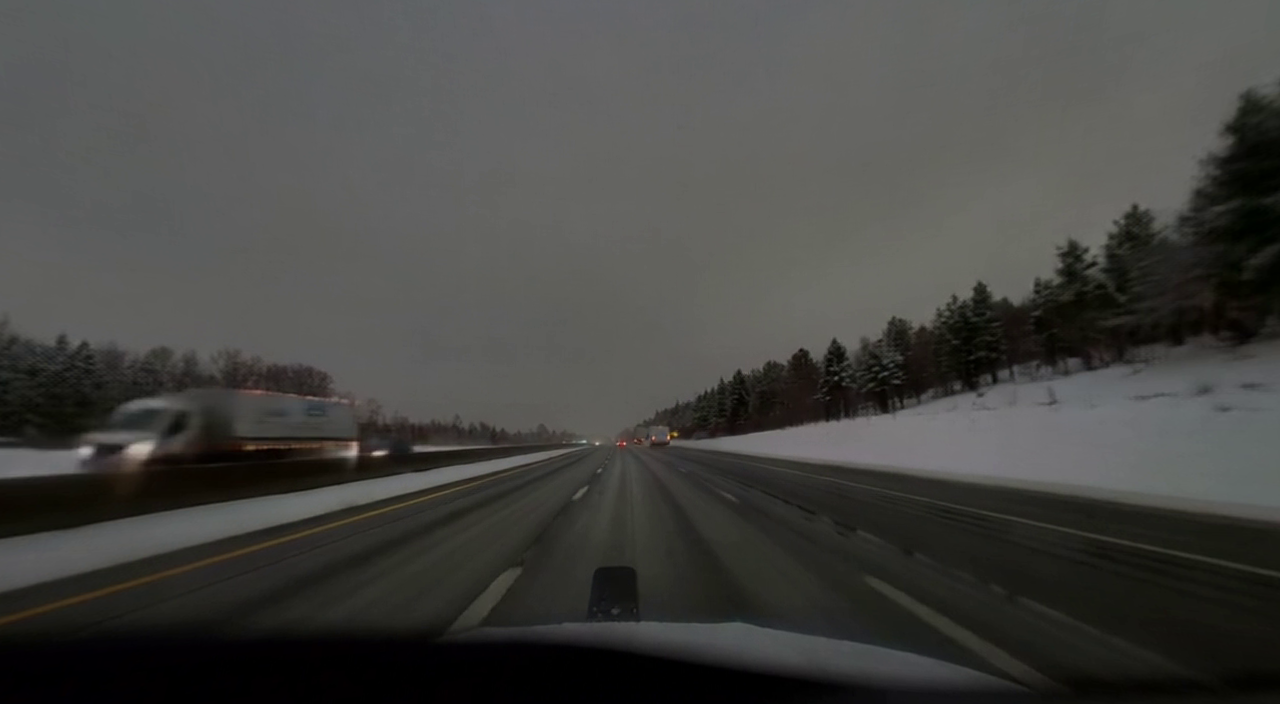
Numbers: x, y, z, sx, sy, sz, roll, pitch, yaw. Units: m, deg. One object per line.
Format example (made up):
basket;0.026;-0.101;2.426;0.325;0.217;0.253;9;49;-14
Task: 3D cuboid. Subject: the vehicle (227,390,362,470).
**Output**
vehicle;-19.883;4.666;37.186;2.854;4.064;9.261;-1;-8;-1

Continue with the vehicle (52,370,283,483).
vehicle;-19.624;3.333;27.310;3.015;4.022;9.156;-1;-8;-2

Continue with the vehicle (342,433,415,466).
vehicle;-13.894;5.200;33.724;2.091;1.638;4.615;0;-8;-2
